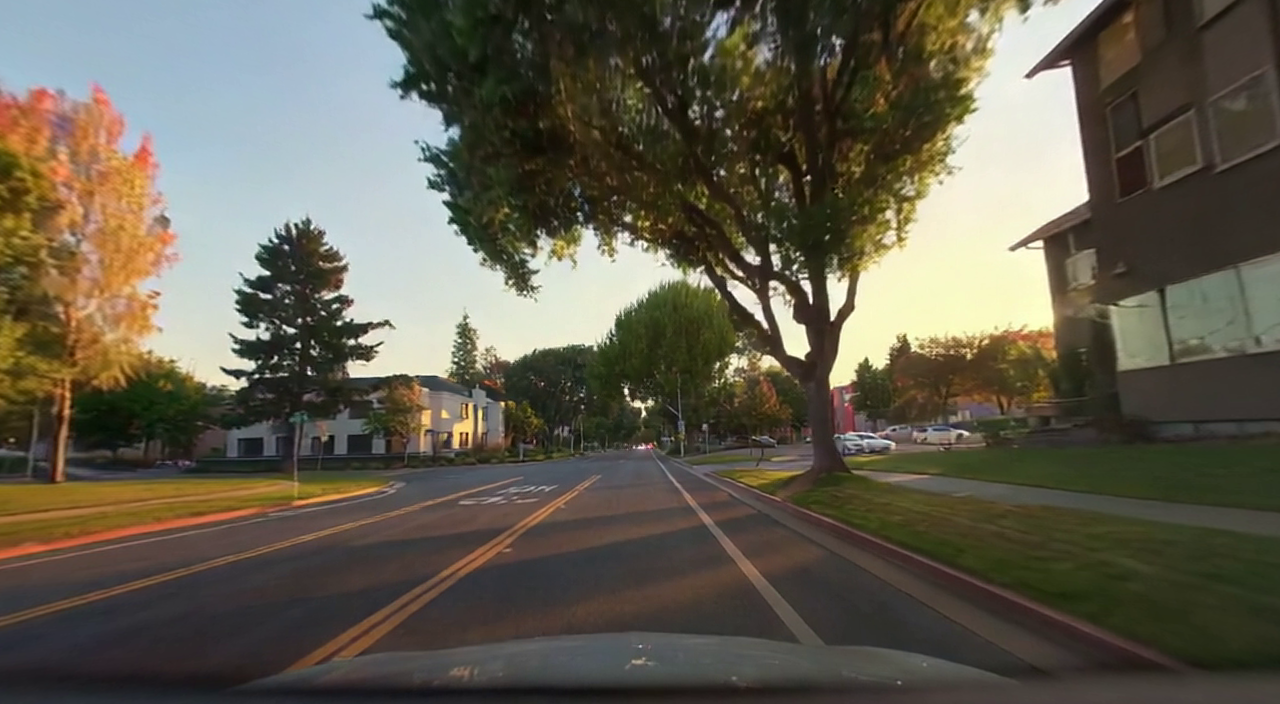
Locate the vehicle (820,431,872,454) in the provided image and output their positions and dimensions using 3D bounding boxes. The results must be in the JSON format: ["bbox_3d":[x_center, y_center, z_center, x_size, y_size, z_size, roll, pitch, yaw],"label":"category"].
[{"bbox_3d":[13.752,6.102,42.380,1.927,1.464,4.644,0,-8,0],"label":"vehicle"}]
